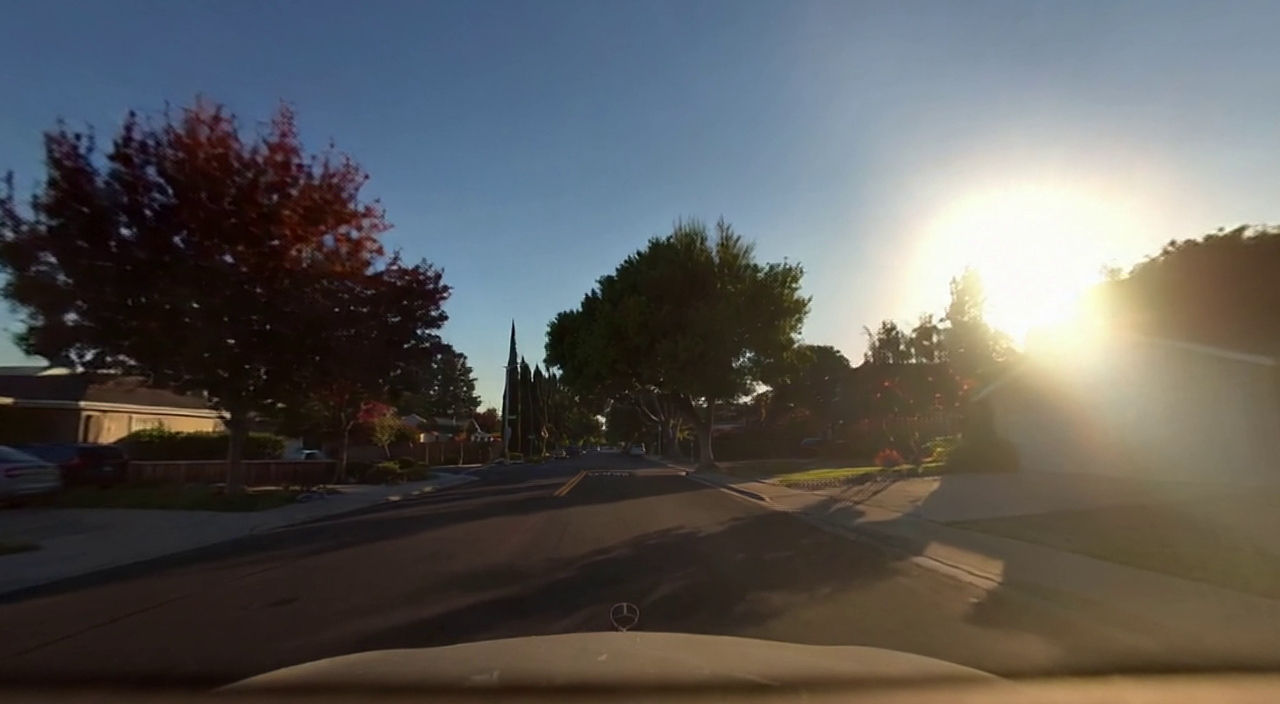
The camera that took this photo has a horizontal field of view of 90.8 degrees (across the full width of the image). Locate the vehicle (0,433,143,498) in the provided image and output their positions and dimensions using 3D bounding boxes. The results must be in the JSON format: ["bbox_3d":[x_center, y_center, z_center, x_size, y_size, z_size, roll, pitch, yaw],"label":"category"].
[{"bbox_3d":[-18.554,3.427,19.271,5.187,1.792,2.210,-2,-9,9],"label":"vehicle"}]
